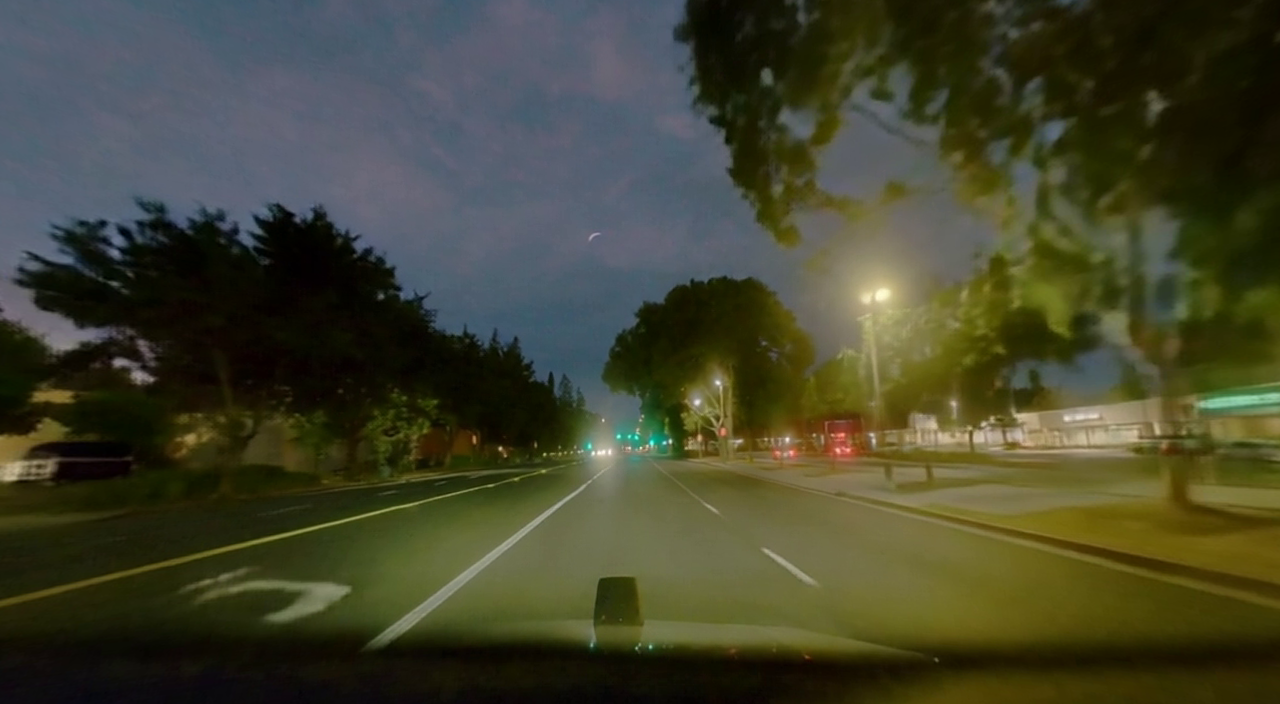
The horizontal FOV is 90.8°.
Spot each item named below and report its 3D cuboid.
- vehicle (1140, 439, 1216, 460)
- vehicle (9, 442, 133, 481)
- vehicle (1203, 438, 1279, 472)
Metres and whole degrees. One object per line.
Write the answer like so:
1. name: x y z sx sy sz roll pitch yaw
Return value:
1. vehicle: 42.109 7.605 49.582 1.875 1.482 4.768 -2 -8 2
2. vehicle: -23.788 4.581 26.504 3.548 1.544 1.641 0 -9 1
3. vehicle: 34.035 5.589 34.517 1.999 1.674 4.627 -2 -8 -3
